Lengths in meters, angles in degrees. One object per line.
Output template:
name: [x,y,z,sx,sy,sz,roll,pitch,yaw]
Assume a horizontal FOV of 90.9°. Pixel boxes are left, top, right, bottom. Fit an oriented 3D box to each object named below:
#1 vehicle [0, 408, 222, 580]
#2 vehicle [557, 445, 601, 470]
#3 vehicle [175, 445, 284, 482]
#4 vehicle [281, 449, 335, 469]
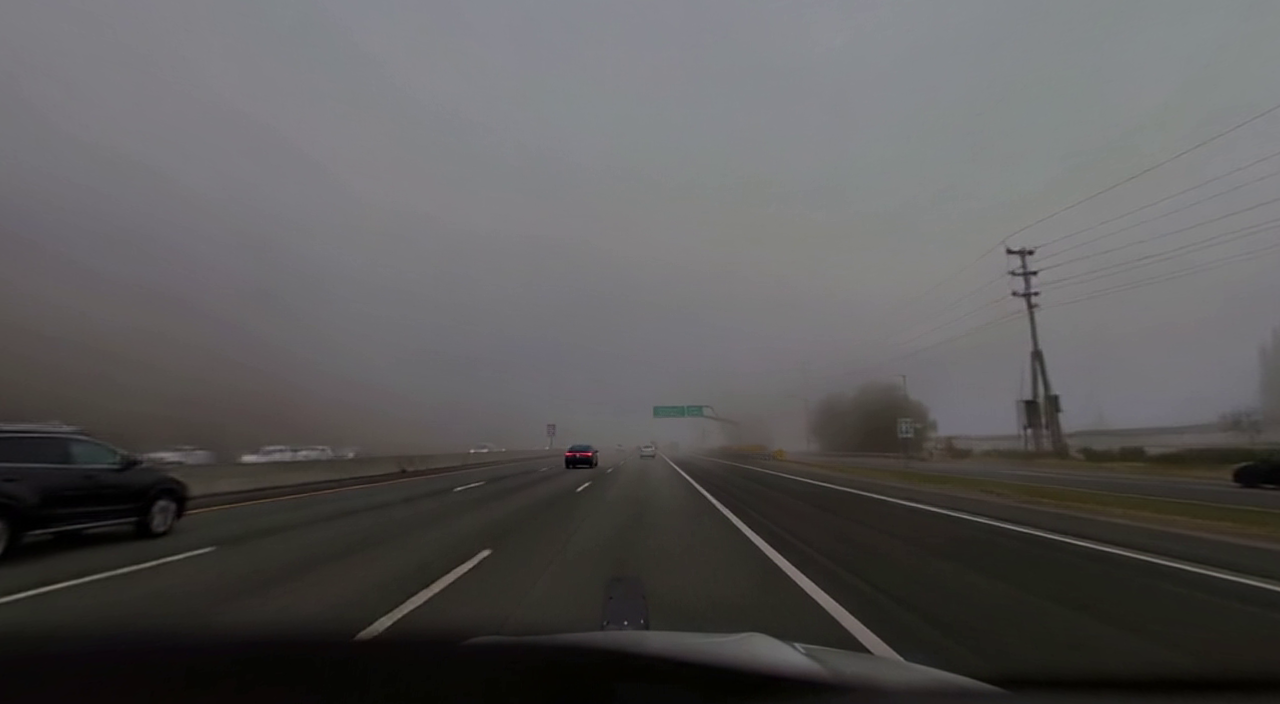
vehicle: [-7.437,1.536,7.074,2.118,1.696,4.836,0,-9,0]
vehicle: [-3.514,6.213,37.245,2.048,1.368,4.613,0,-9,1]
vehicle: [-17.941,4.868,27.814,1.799,1.462,4.378,0,-9,1]
vehicle: [-25.417,8.178,48.378,1.792,1.488,4.294,0,-9,0]
